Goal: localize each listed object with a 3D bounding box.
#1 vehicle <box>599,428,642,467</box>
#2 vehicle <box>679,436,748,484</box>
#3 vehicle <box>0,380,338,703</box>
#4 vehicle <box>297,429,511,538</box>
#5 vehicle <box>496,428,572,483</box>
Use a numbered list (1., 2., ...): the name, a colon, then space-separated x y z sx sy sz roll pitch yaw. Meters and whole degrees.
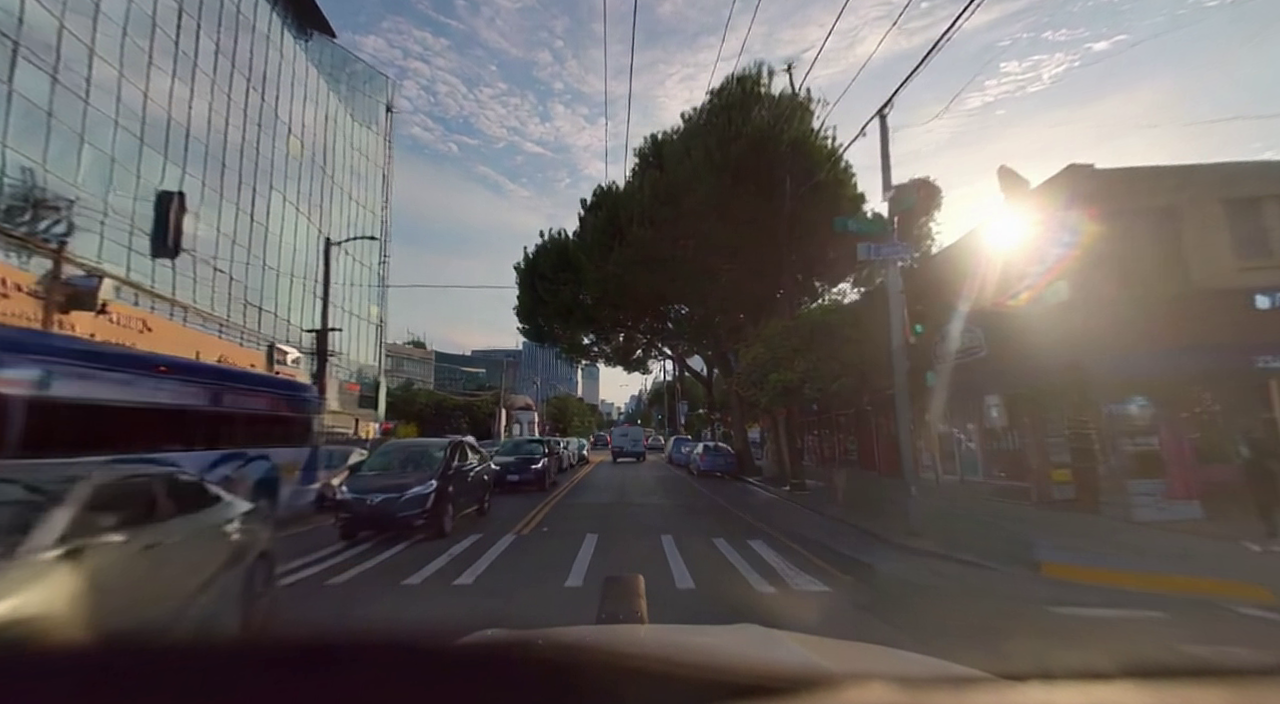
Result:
1. vehicle: -1.047 5.033 33.483 2.127 1.893 4.194 0 -8 -2
2. vehicle: 2.662 4.002 23.789 1.934 1.633 4.271 0 -8 -2
3. vehicle: -3.437 1.032 3.081 2.026 1.616 4.109 0 -8 -3
4. vehicle: -3.888 2.207 11.255 1.990 1.568 3.885 -1 -8 6
5. vehicle: -3.661 3.647 22.577 1.983 1.727 4.294 0 -8 -1
